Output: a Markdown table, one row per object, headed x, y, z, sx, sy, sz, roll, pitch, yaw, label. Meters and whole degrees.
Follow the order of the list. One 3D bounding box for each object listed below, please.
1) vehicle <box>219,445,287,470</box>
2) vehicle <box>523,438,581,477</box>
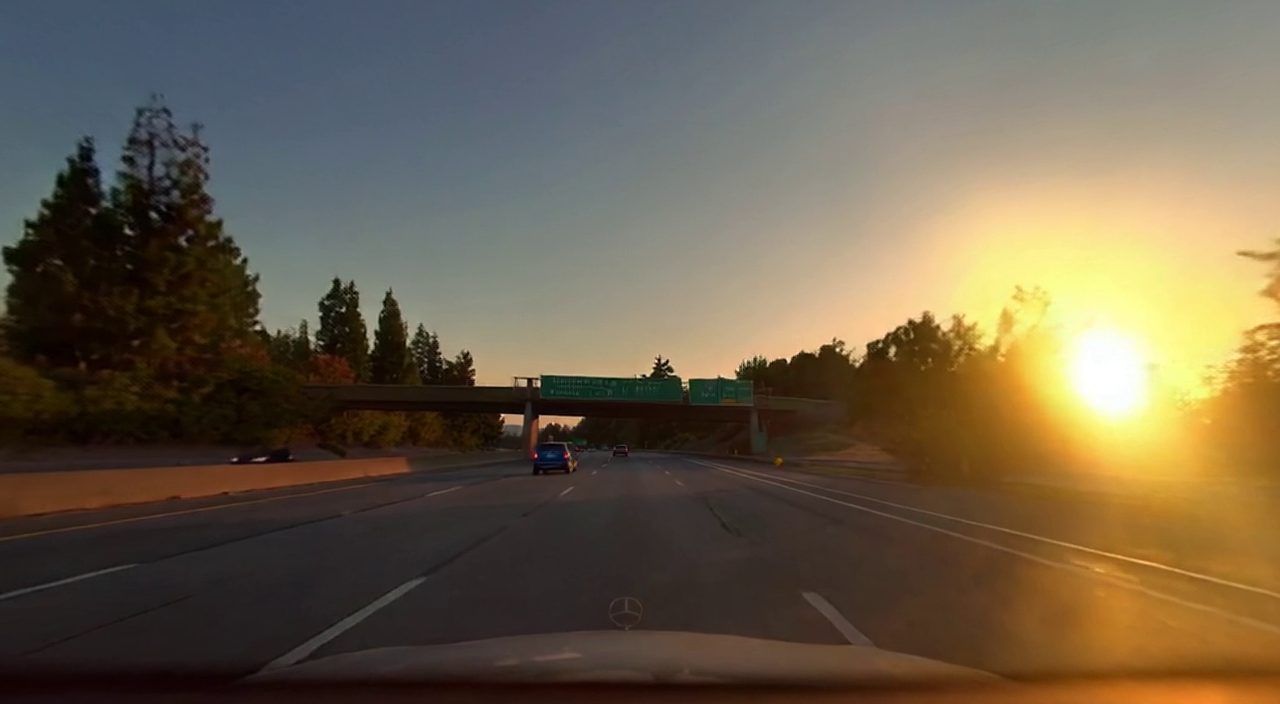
| x | y | z | sx | sy | sz | roll | pitch | yaw | label |
| --- | --- | --- | --- | --- | --- | --- | --- | --- | --- |
| -25.656 | 6.979 | 42.021 | 1.868 | 1.559 | 4.368 | 0 | -8 | -2 | vehicle |
| -4.104 | 5.006 | 30.224 | 2.162 | 1.724 | 4.537 | 0 | -8 | -1 | vehicle |
